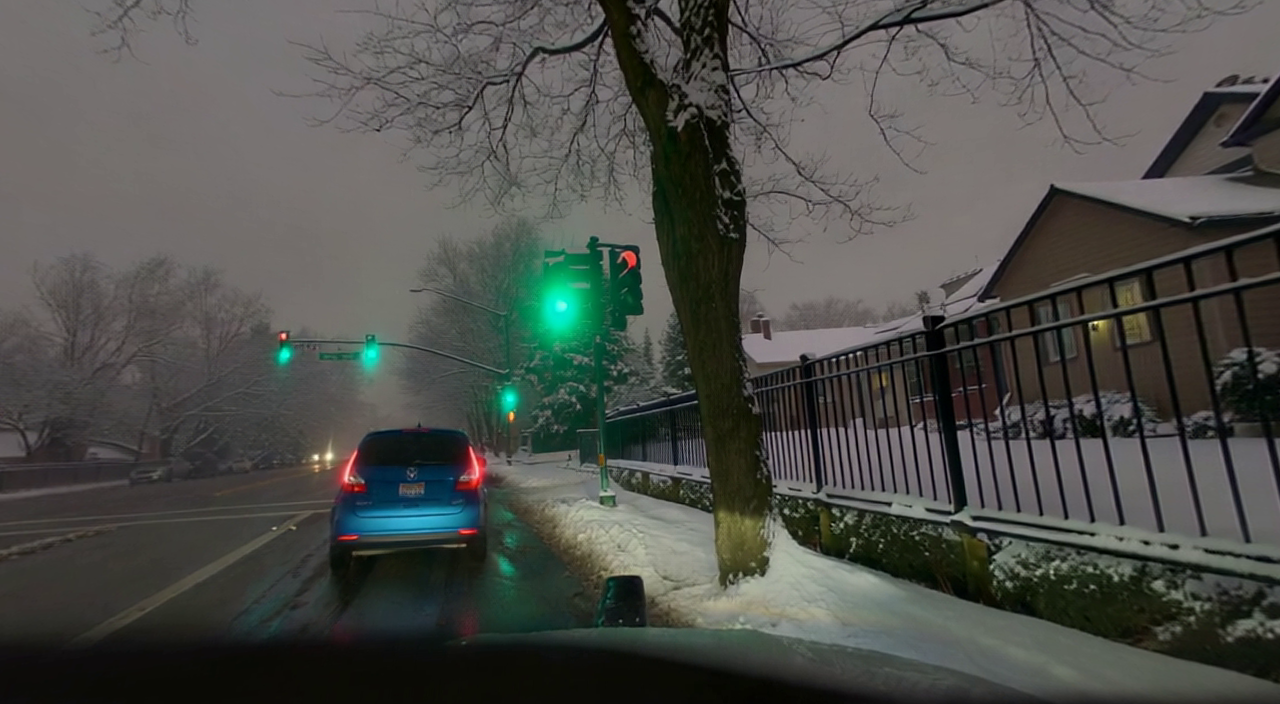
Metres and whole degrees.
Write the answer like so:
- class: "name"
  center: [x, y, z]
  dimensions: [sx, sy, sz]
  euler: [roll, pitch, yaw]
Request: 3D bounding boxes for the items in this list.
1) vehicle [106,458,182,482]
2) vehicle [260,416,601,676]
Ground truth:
- class: "vehicle"
  center: [-36.987, 8.803, 47.153]
  dimensions: [3.959, 1.680, 1.785]
  euler: [1, -9, -11]
- class: "vehicle"
  center: [-1.774, 1.440, 5.823]
  dimensions: [2.024, 1.502, 3.702]
  euler: [2, -9, -17]
